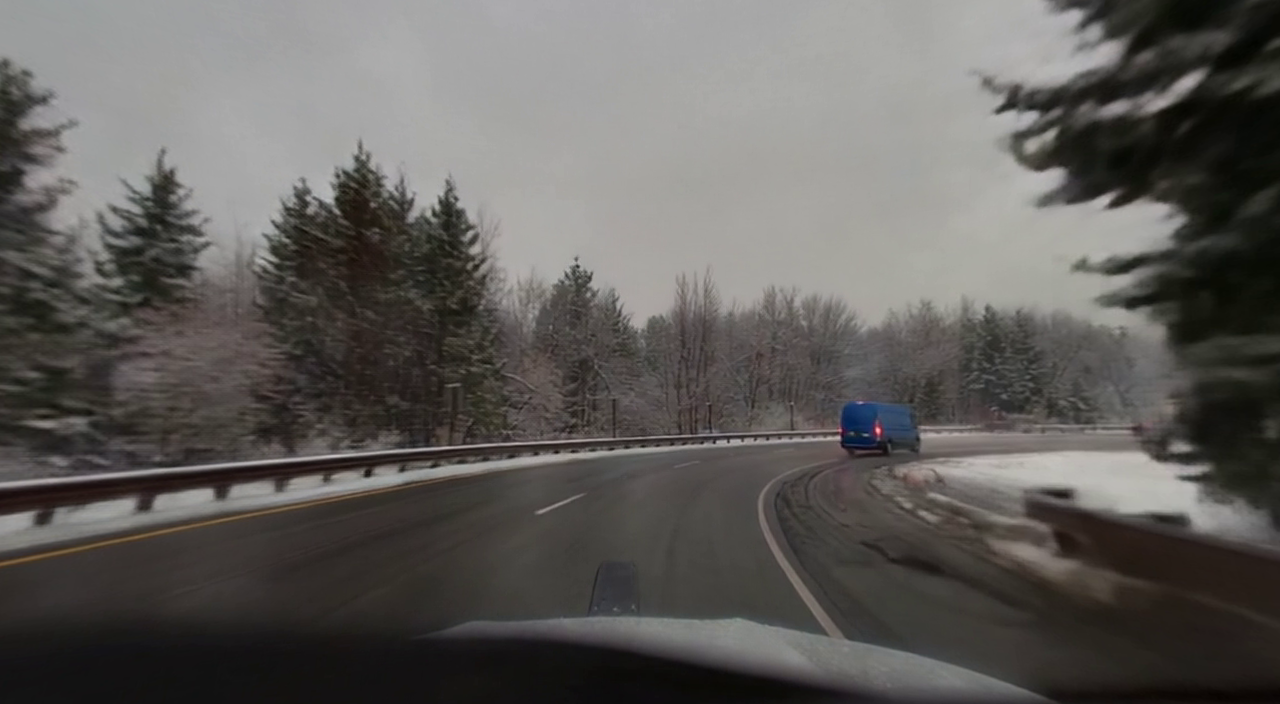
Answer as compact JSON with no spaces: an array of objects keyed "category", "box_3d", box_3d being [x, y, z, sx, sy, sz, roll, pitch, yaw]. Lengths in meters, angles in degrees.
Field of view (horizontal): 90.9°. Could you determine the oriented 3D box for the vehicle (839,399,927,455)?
[{"category":"vehicle","box_3d":[12.337,3.808,31.840,2.352,2.577,5.330,-6,-10,41]}]
